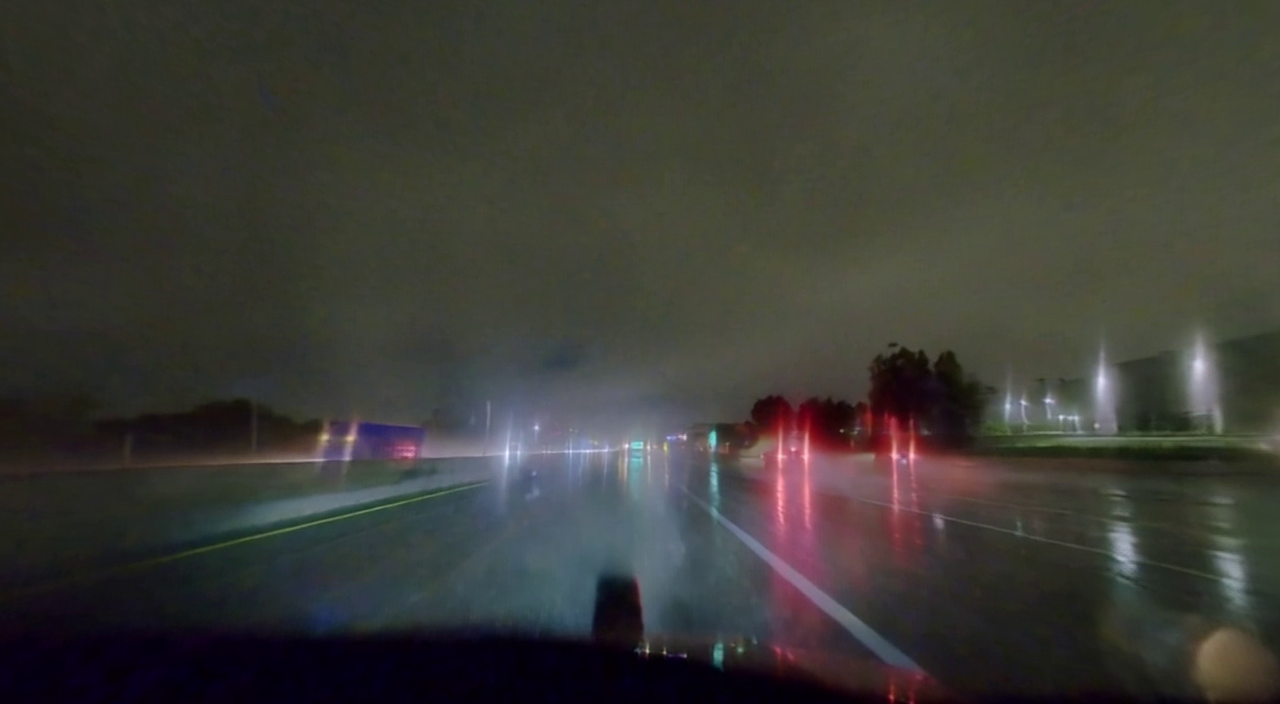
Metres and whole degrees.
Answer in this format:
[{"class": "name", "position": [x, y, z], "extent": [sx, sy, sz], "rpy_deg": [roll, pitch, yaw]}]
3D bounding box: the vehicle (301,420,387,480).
[{"class": "vehicle", "position": [-20.480, 6.842, 43.950], "extent": [2.971, 3.884, 6.041], "rpy_deg": [0, -9, -1]}]
